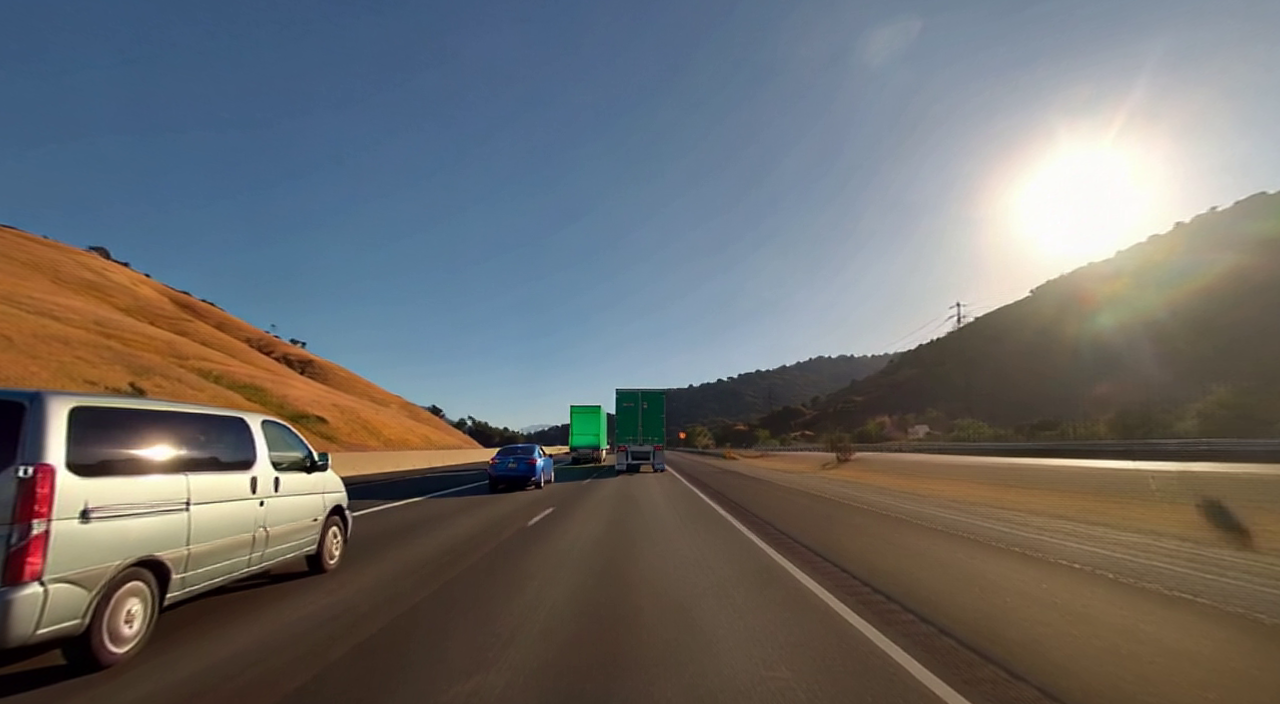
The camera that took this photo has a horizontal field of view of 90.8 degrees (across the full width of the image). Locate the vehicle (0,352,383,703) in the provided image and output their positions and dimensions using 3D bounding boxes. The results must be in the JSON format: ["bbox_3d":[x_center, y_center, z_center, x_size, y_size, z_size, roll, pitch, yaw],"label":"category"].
[{"bbox_3d":[-4.165,1.176,4.967,2.136,1.779,4.875,0,-8,1],"label":"vehicle"}]

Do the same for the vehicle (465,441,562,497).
[{"bbox_3d":[-3.585,3.391,18.702,1.950,1.446,4.224,0,-8,1],"label":"vehicle"}]

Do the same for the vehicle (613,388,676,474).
[{"bbox_3d":[0.339,4.447,34.852,2.913,3.988,10.874,0,-8,1],"label":"vehicle"}]
